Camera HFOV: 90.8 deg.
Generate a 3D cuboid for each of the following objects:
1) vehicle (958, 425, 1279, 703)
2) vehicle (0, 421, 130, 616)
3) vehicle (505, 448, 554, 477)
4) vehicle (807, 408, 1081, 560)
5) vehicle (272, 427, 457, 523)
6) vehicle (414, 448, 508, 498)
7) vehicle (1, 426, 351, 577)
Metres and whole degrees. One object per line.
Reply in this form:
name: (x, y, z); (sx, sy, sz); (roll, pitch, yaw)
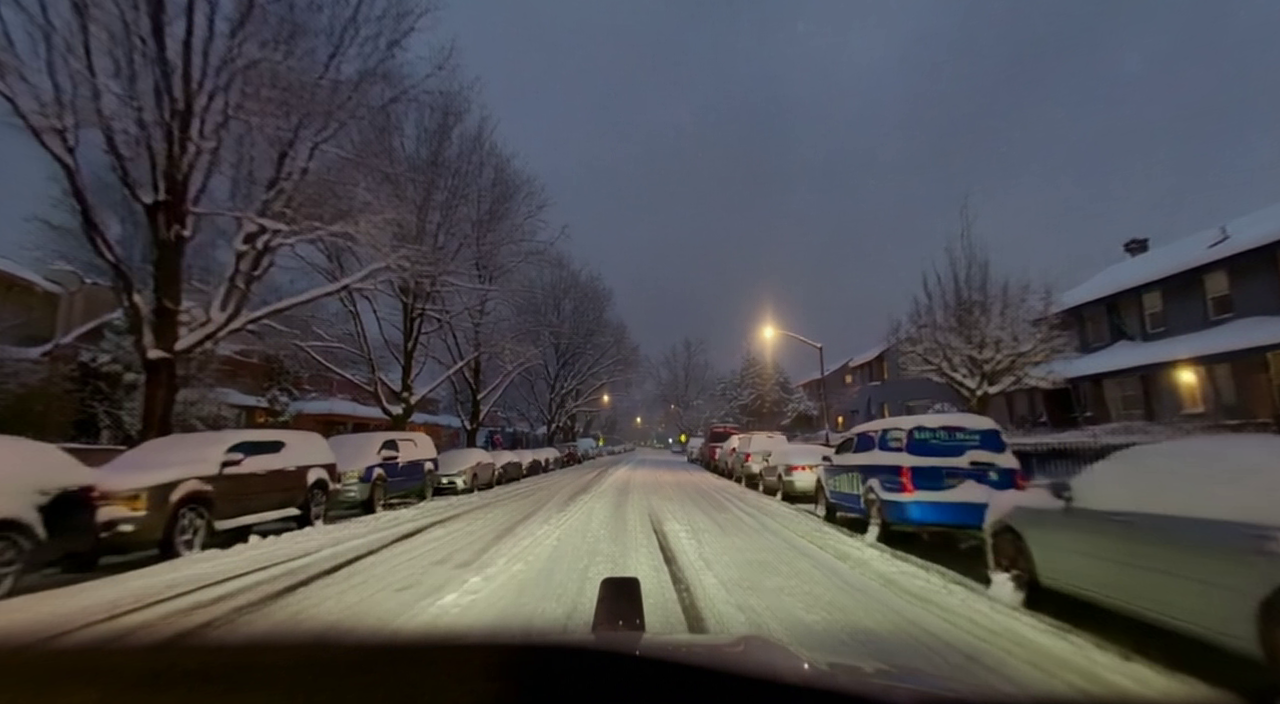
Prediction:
vehicle: (4.241, 1.236, 4.060); (1.845, 1.475, 4.997); (0, -9, 1)
vehicle: (-7.056, 1.323, 4.280); (1.965, 1.797, 6.086); (-3, -10, 2)
vehicle: (-6.282, 6.333, 36.514); (1.869, 1.467, 4.921); (-1, -9, 1)
vehicle: (4.369, 1.990, 10.311); (1.985, 1.819, 5.163); (0, -9, 1)
vehicle: (-6.760, 3.057, 16.491); (2.085, 1.997, 5.755); (-2, -8, 2)
vehicle: (-6.312, 4.287, 22.865); (1.840, 1.476, 4.739); (-2, -8, 3)
vehicle: (-7.056, 2.290, 10.624); (1.891, 1.780, 5.240); (-3, -9, 1)
